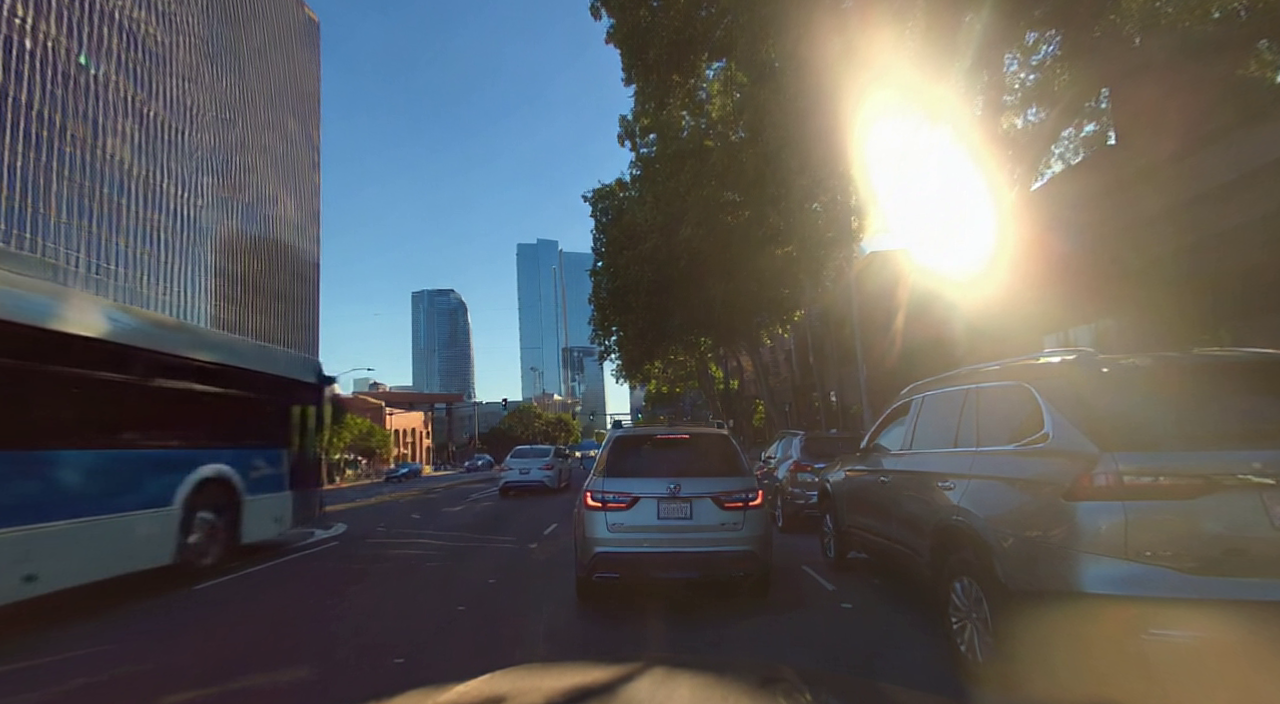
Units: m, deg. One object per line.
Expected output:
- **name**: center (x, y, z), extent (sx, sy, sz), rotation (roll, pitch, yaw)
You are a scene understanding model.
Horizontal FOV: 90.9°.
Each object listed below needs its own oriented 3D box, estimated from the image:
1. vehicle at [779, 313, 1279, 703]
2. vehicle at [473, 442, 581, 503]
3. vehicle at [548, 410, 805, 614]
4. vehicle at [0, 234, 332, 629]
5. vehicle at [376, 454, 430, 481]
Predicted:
- **vehicle**: center (2.754, 1.110, 5.000), extent (2.117, 1.855, 4.794), rotation (0, -9, -1)
- **vehicle**: center (-2.996, 3.307, 17.848), extent (2.088, 1.483, 4.708), rotation (0, -9, 1)
- **vehicle**: center (0.233, 1.546, 6.889), extent (2.045, 1.608, 3.573), rotation (0, -9, -2)
- **vehicle**: center (-6.988, 0.714, 5.634), extent (3.152, 3.309, 10.159), rotation (0, -9, 1)
- **vehicle**: center (-16.272, 7.948, 43.519), extent (1.887, 1.709, 4.403), rotation (0, -9, 2)
